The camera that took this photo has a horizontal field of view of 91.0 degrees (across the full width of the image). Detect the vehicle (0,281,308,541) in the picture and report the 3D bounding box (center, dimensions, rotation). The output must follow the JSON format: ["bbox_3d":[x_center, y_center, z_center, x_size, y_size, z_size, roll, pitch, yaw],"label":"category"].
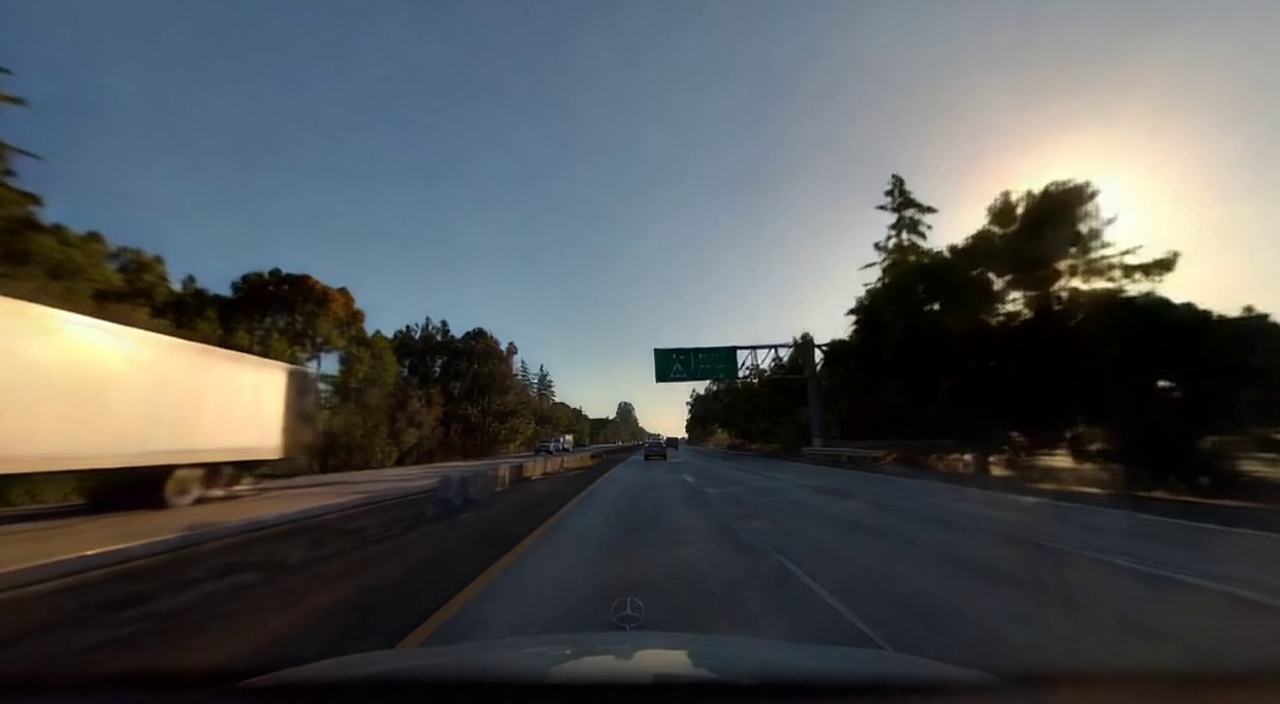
[{"bbox_3d":[-11.705,1.229,11.996,2.948,4.113,14.195,0,-8,0],"label":"vehicle"}]

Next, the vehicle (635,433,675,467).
[{"bbox_3d":[0.941,6.001,38.789,2.301,1.944,4.554,0,-8,1],"label":"vehicle"}]
